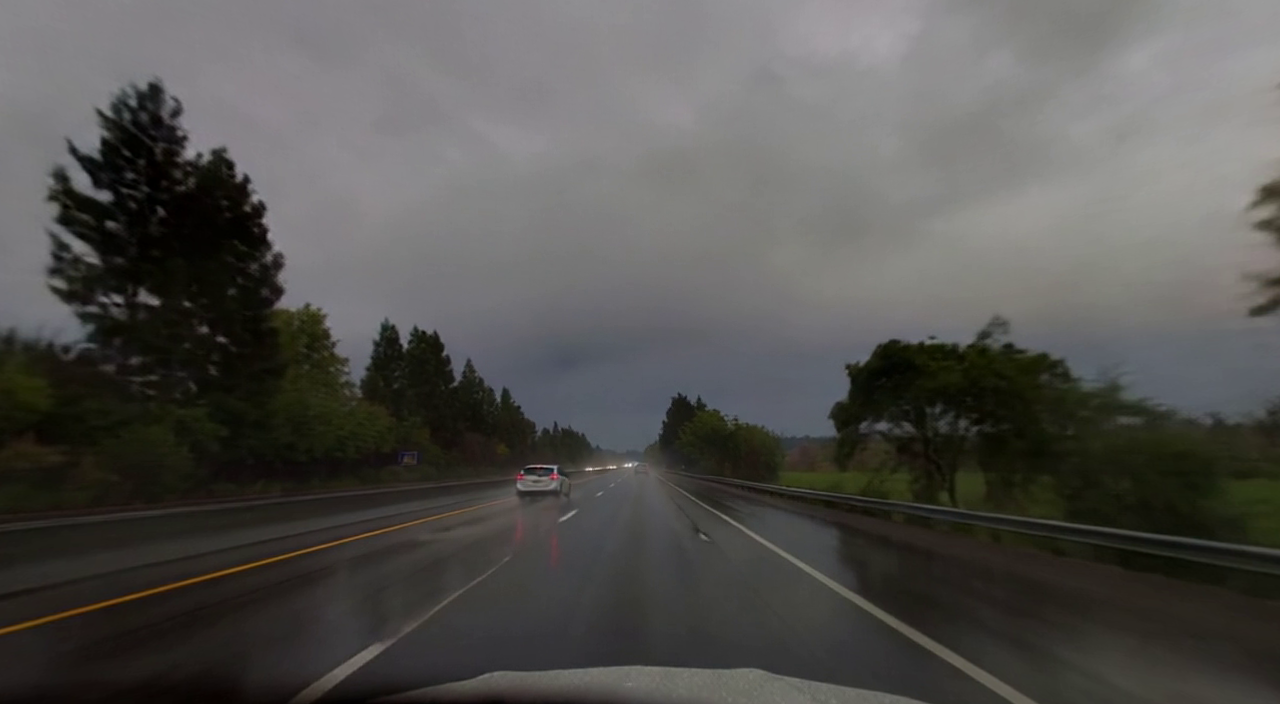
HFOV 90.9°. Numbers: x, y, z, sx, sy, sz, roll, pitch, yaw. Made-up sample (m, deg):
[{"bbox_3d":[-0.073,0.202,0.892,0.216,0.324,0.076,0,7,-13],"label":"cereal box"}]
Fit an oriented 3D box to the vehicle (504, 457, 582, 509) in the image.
[{"bbox_3d":[-3.184,4.432,21.517,1.900,1.550,4.146,1,-10,1],"label":"vehicle"}]
